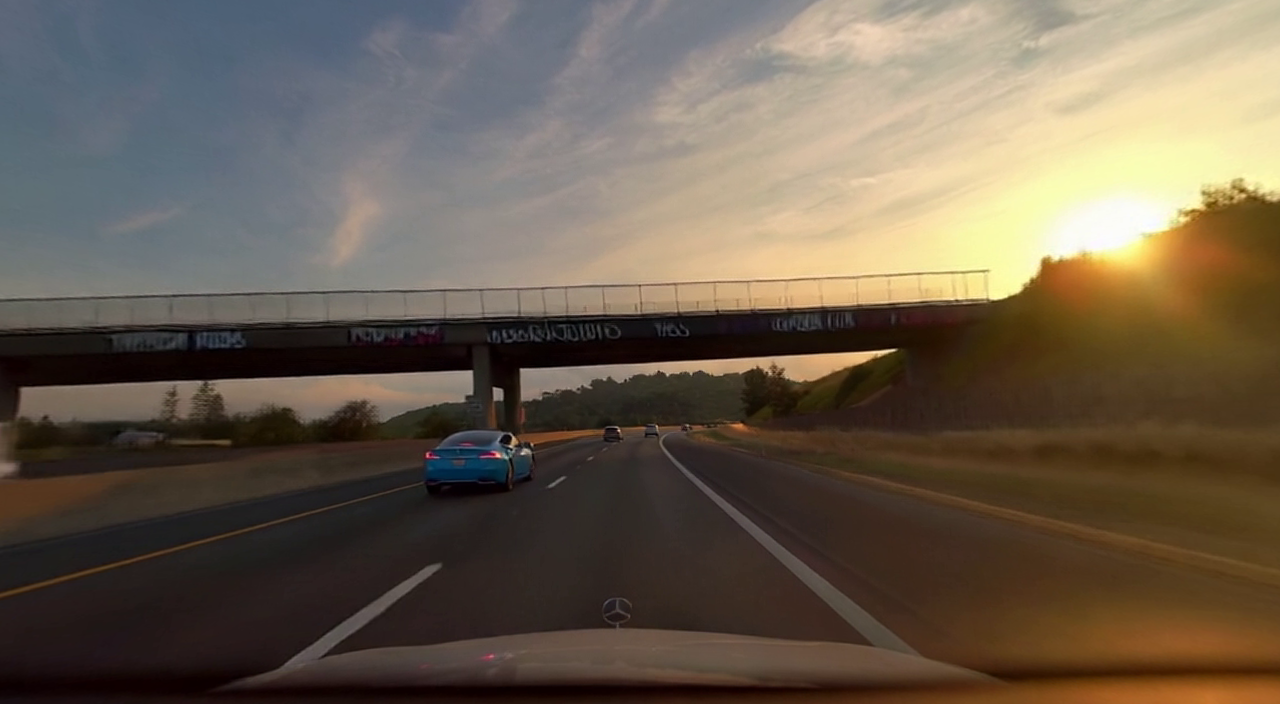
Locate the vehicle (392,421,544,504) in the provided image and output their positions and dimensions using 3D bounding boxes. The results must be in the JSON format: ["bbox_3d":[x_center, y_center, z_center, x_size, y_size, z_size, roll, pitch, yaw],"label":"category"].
[{"bbox_3d":[-3.620,2.412,14.278,2.108,1.555,4.574,0,-8,1],"label":"vehicle"}]
